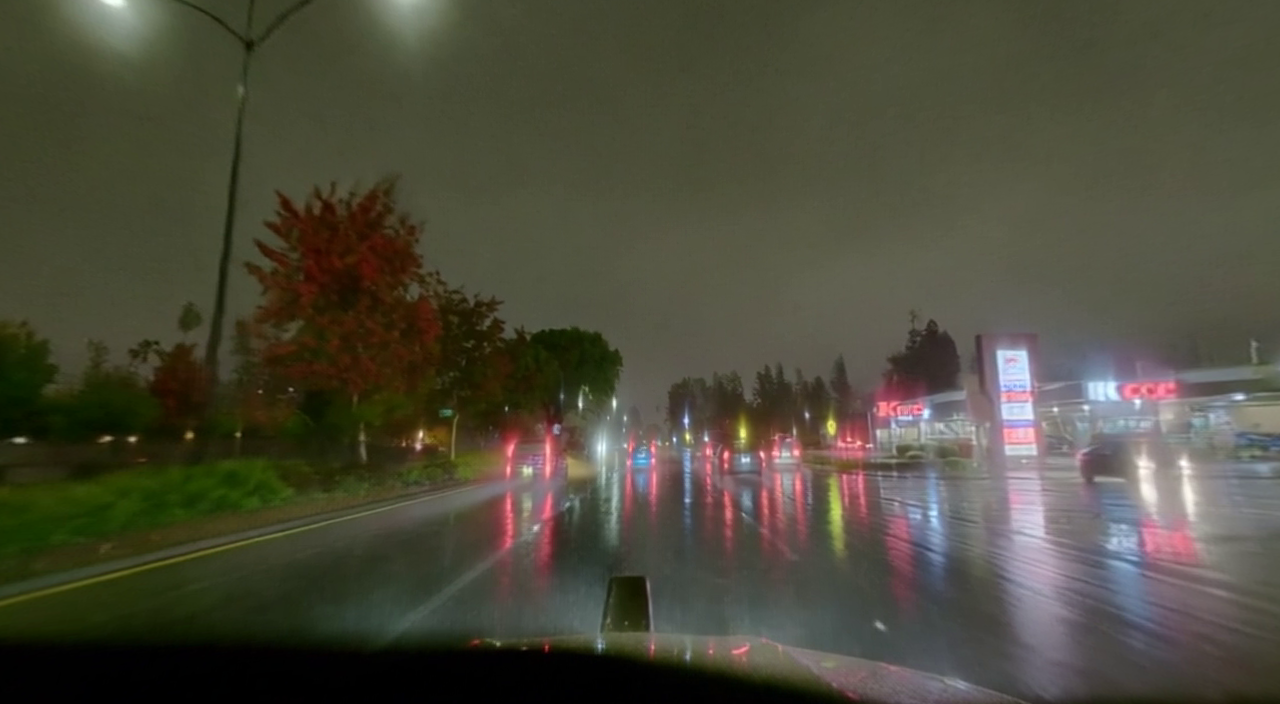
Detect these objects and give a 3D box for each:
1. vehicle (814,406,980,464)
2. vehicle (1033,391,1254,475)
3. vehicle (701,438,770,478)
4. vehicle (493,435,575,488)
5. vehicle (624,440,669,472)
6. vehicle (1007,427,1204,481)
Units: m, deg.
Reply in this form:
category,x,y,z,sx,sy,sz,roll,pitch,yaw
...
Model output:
category,x,y,z,sx,sy,sz,roll,pitch,yaw
vehicle,14.936,4.928,37.204,8.343,3.028,3.002,-2,-9,3
vehicle,21.823,3.674,28.236,2.928,3.123,8.236,-1,-8,-1
vehicle,3.728,4.234,25.497,2.012,1.462,4.400,0,-8,-1
vehicle,-3.486,3.665,21.538,1.995,1.607,4.086,-1,-8,1
vehicle,0.304,5.127,31.327,2.059,1.477,4.216,0,-8,0
vehicle,14.887,3.294,20.478,4.578,1.620,2.047,-2,-8,12
